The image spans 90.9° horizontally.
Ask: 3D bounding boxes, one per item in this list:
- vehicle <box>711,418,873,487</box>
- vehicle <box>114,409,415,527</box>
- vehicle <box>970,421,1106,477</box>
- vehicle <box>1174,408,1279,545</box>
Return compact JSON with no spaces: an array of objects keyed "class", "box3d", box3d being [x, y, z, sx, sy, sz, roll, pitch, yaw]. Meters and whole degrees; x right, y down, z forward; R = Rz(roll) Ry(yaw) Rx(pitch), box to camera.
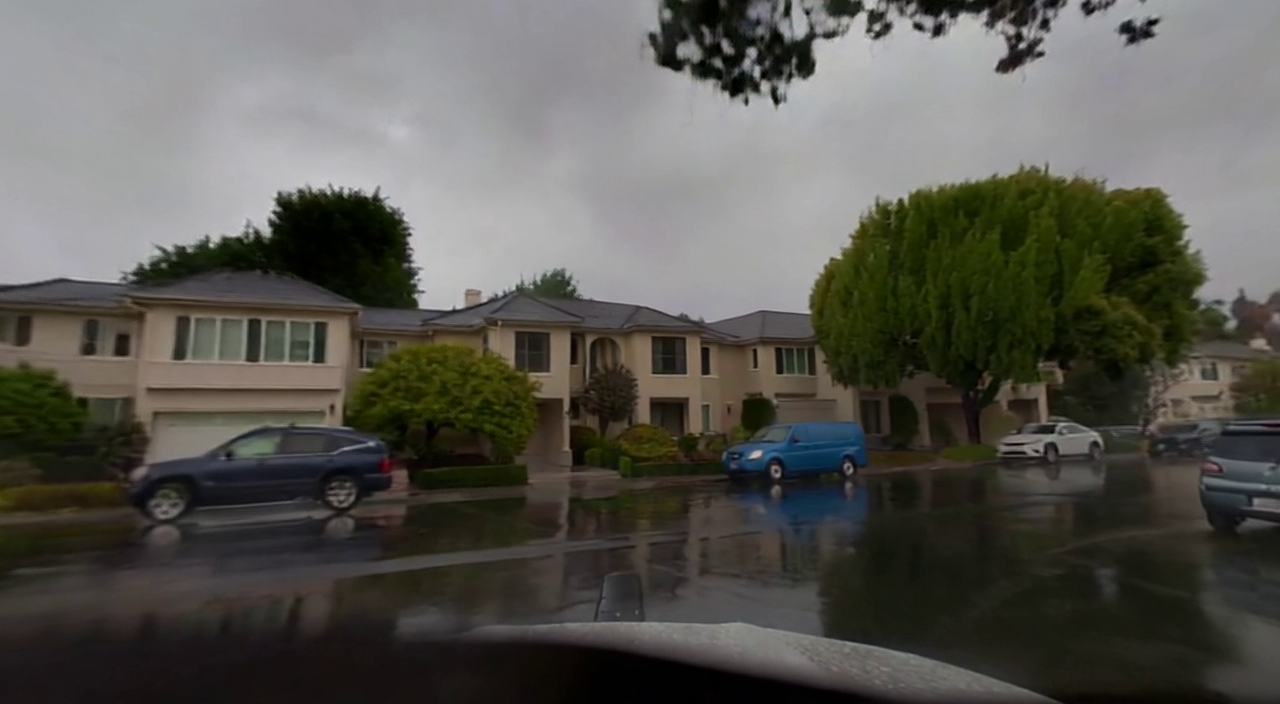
[{"class":"vehicle","box3d":[3.740,2.429,15.528,3.513,1.507,1.798,4,-7,-26]},{"class":"vehicle","box3d":[-5.864,1.774,10.170,3.746,1.518,1.845,6,-7,-33]},{"class":"vehicle","box3d":[12.295,2.915,19.459,3.785,1.488,1.828,2,-6,-28]},{"class":"vehicle","box3d":[9.029,1.497,7.894,4.226,1.507,2.008,4,-8,-28]}]
